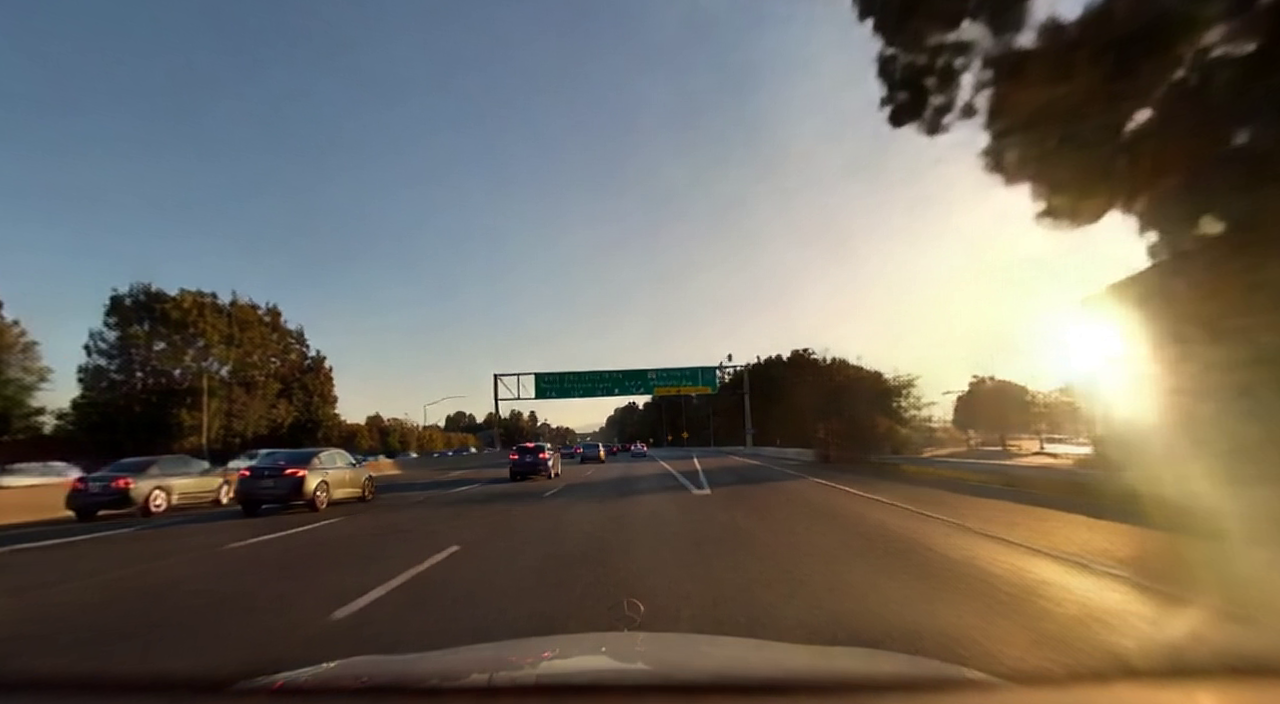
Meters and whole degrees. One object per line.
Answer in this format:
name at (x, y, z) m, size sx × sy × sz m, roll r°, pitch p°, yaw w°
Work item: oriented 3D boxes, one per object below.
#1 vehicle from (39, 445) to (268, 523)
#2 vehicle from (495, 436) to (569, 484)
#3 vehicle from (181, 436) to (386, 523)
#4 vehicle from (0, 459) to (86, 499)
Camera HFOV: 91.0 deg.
vehicle at (-11.714, 3.158, 15.700) m, size 2.003 × 1.595 × 4.532 m, roll -1°, pitch -8°, yaw 1°
vehicle at (-4.273, 4.336, 25.664) m, size 2.158 × 1.717 × 4.375 m, roll -1°, pitch -8°, yaw 1°
vehicle at (-7.940, 2.853, 14.702) m, size 2.071 × 1.661 × 4.540 m, roll -1°, pitch -8°, yaw 1°
vehicle at (-27.626, 5.586, 27.797) m, size 1.945 × 1.532 × 4.780 m, roll -1°, pitch -8°, yaw 0°
